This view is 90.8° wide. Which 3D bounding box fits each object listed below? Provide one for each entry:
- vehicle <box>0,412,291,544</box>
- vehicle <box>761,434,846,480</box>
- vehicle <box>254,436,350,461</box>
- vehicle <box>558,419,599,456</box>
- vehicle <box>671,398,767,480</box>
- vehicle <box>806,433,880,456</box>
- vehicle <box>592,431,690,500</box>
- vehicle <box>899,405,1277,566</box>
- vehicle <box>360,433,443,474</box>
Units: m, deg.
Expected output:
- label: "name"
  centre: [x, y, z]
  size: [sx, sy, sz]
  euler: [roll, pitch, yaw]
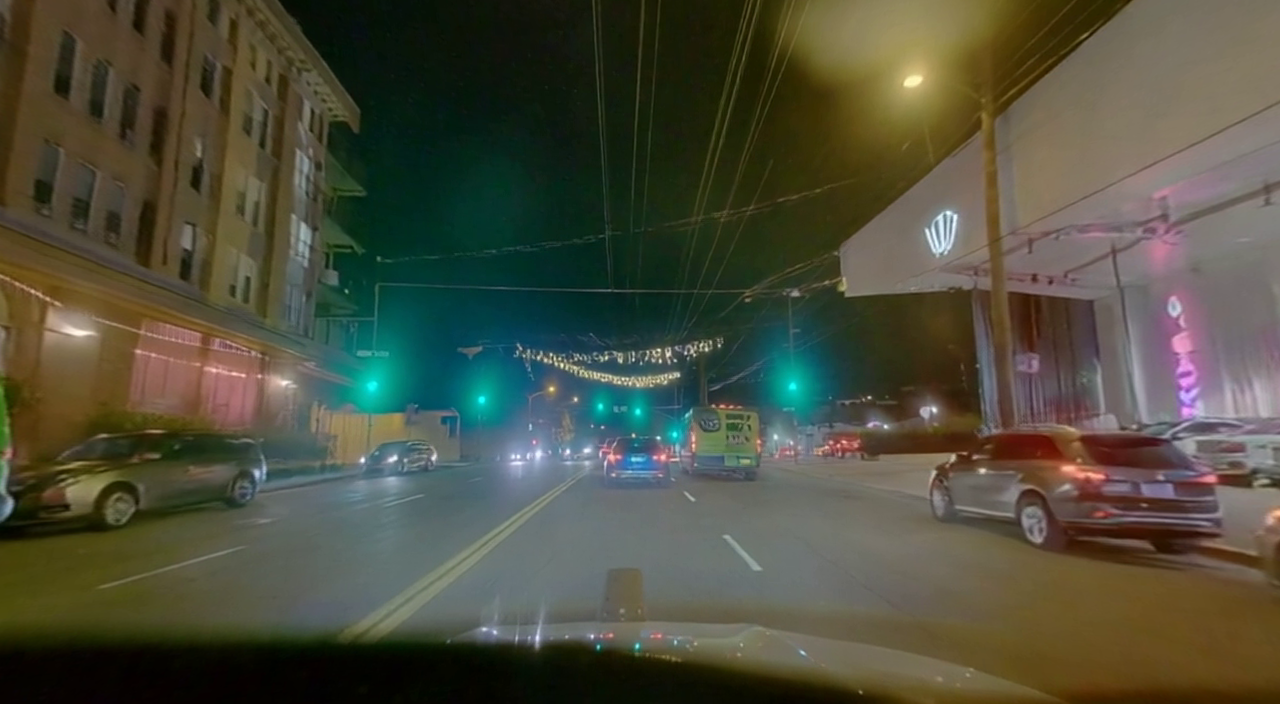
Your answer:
- label: "vehicle"
  centre: [-9.518, 2.265, 12.186]
  size: [2.385, 1.915, 5.803]
  euler: [0, -8, -2]
- label: "vehicle"
  centre: [5.810, 3.784, 23.016]
  size: [1.824, 1.481, 4.057]
  euler: [0, -8, -3]
- label: "vehicle"
  centre: [-20.949, 6.018, 39.324]
  size: [4.877, 1.477, 1.826]
  euler: [0, -8, -2]
- label: "vehicle"
  centre: [-4.322, 6.207, 45.720]
  size: [2.422, 2.461, 6.043]
  euler: [0, -8, -1]
- label: "vehicle"
  centre: [2.664, 3.193, 23.118]
  size: [2.649, 2.583, 5.800]
  euler: [0, -8, -1]
- label: "vehicle"
  centre: [13.171, 6.042, 41.074]
  size: [4.185, 1.419, 1.686]
  euler: [1, -9, -5]
- label: "vehicle"
  centre: [-0.080, 2.776, 15.883]
  size: [2.112, 1.464, 4.411]
  euler: [0, -8, -2]
- label: "vehicle"
  centre: [6.048, 1.855, 9.625]
  size: [2.079, 1.788, 4.974]
  euler: [0, -8, 0]
- label: "vehicle"
  centre: [-9.973, 4.296, 26.799]
  size: [1.962, 1.529, 4.109]
  euler: [2, -9, -2]
